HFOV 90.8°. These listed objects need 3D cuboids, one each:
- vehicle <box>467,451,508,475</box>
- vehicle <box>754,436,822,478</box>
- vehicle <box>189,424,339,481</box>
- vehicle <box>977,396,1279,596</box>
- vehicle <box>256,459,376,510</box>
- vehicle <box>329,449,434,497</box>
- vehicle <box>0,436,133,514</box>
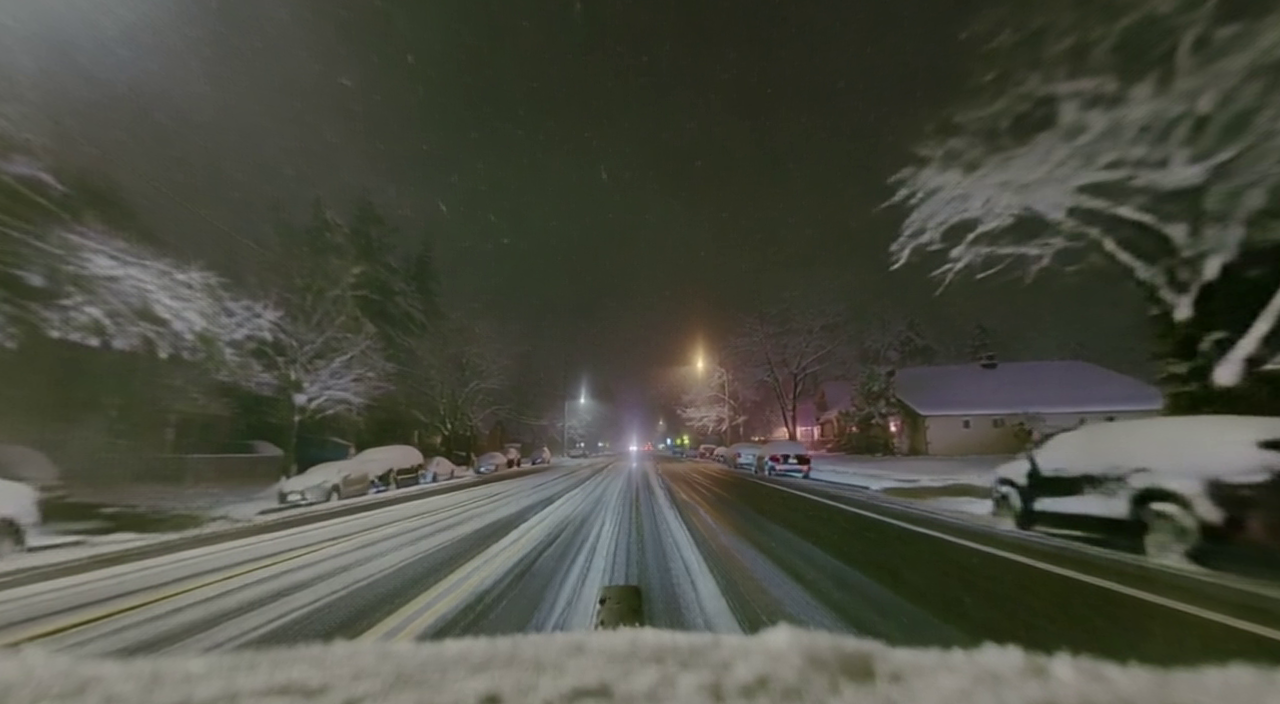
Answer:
[{"bbox_3d":[-10.817,7.891,45.139,1.840,1.526,4.214,-1,-8,1],"label":"vehicle"},{"bbox_3d":[7.188,5.144,31.218,2.103,1.912,4.892,0,-8,-1],"label":"vehicle"},{"bbox_3d":[-20.879,5.631,35.380,6.604,3.012,2.656,0,-9,1],"label":"vehicle"},{"bbox_3d":[7.373,1.748,8.479,2.224,1.956,6.057,0,-8,-1],"label":"vehicle"},{"bbox_3d":[-10.840,4.429,21.548,1.838,1.450,4.317,0,-8,-1],"label":"vehicle"},{"bbox_3d":[-10.790,5.062,26.909,2.050,1.769,5.585,0,-8,1],"label":"vehicle"},{"bbox_3d":[-19.316,3.573,18.594,6.704,2.118,2.342,0,-8,0],"label":"vehicle"}]
